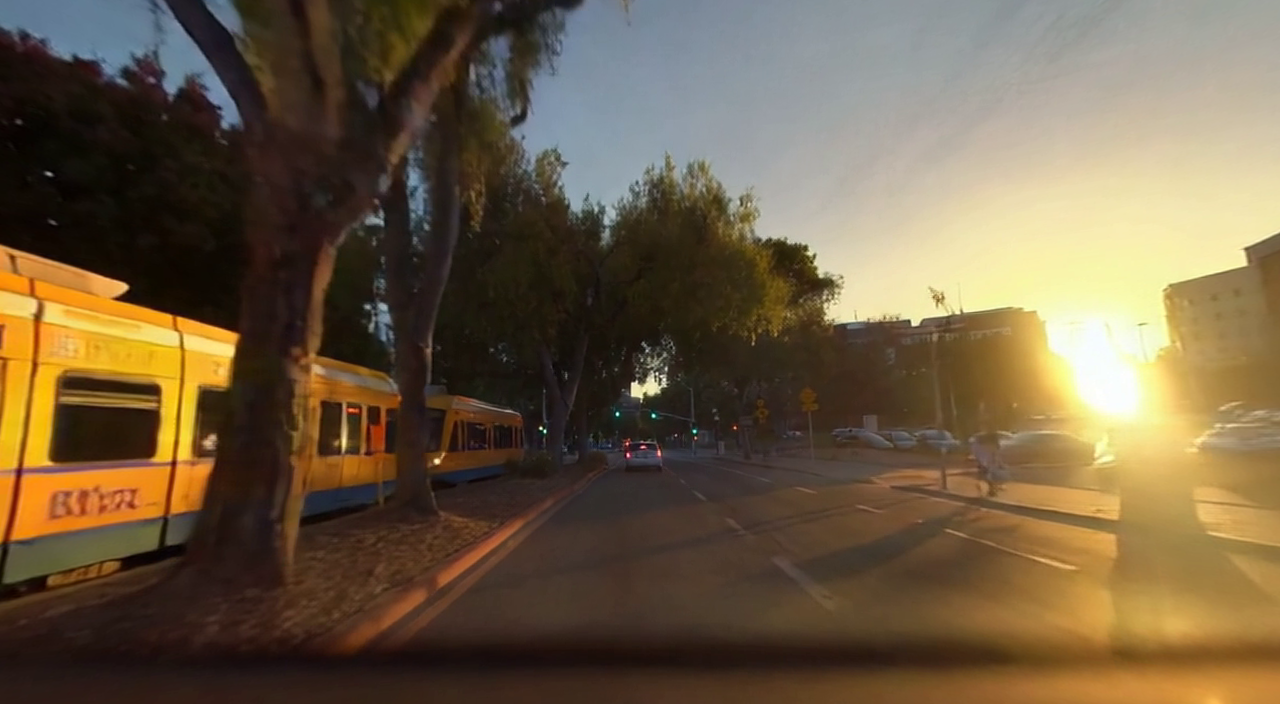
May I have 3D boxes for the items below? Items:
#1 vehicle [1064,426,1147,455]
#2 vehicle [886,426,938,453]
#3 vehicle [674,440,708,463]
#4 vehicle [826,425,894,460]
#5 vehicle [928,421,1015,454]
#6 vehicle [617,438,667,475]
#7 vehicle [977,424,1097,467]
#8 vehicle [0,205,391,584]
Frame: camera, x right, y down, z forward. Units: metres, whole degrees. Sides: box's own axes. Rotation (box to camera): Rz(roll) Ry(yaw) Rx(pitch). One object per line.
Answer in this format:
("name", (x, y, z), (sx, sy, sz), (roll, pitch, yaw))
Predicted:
("vehicle", (26.828, 5.059, 36.566), (1.809, 1.455, 3.959), (-3, -6, 2))
("vehicle", (19.699, 6.370, 46.010), (1.914, 1.823, 4.334), (0, -8, 2))
("vehicle", (3.378, 6.727, 42.717), (1.944, 1.447, 4.392), (0, -8, 0))
("vehicle", (13.226, 5.507, 38.387), (2.145, 1.911, 5.581), (0, -8, 0))
("vehicle", (19.435, 5.101, 37.420), (2.159, 1.817, 5.675), (0, -8, 1))
("vehicle", (0.076, 4.556, 27.782), (2.002, 1.471, 4.337), (0, -8, 0))
("vehicle", (15.332, 3.642, 24.743), (1.780, 1.498, 4.611), (0, -8, 1))
("vehicle", (-7.750, 0.759, 9.087), (2.897, 3.700, 13.528), (0, -7, 0))
